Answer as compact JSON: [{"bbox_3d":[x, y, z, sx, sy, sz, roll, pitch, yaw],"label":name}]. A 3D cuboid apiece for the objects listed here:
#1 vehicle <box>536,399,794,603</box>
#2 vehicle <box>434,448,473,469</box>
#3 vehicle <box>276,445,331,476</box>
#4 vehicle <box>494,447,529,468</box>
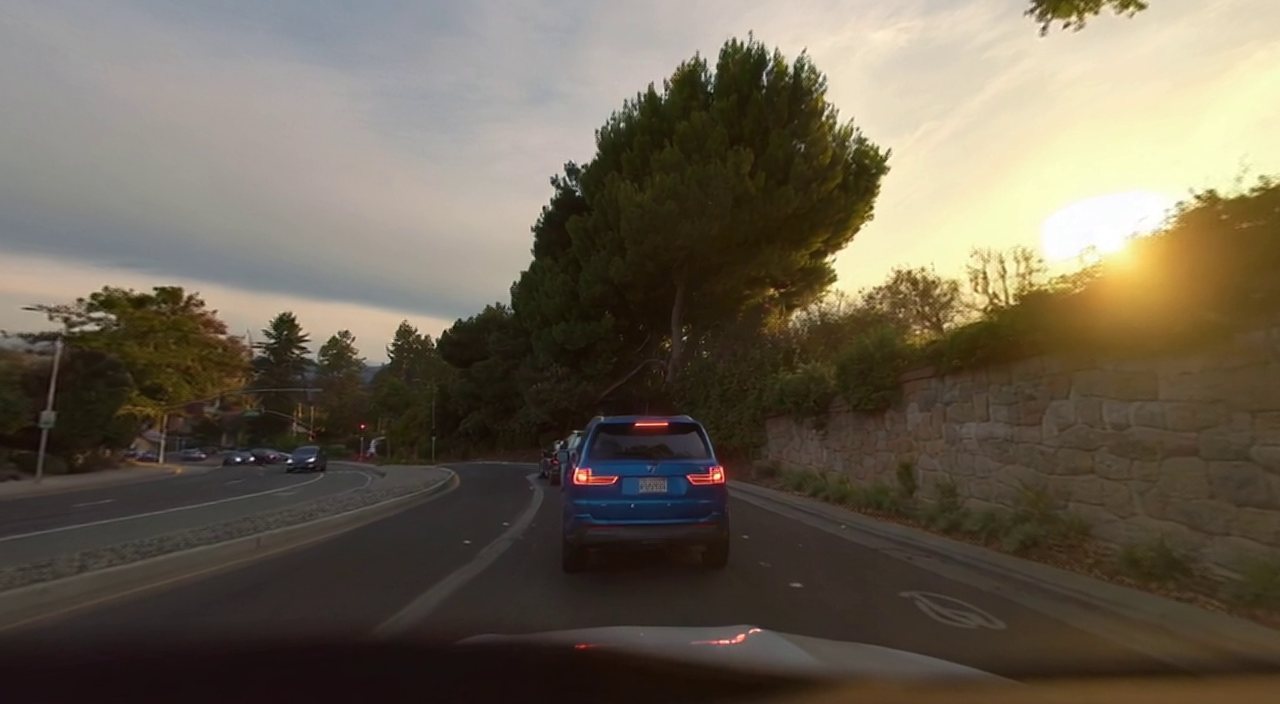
[{"bbox_3d":[0.045,1.621,7.796,2.287,1.762,4.269,1,-8,-5],"label":"vehicle"},{"bbox_3d":[-13.933,7.919,47.098,2.023,1.474,4.286,4,-9,-26],"label":"vehicle"},{"bbox_3d":[-19.859,6.371,37.441,2.317,1.695,4.538,3,-9,-22],"label":"vehicle"},{"bbox_3d":[-10.115,8.194,49.367,1.837,1.483,4.559,3,-9,-22],"label":"vehicle"}]
